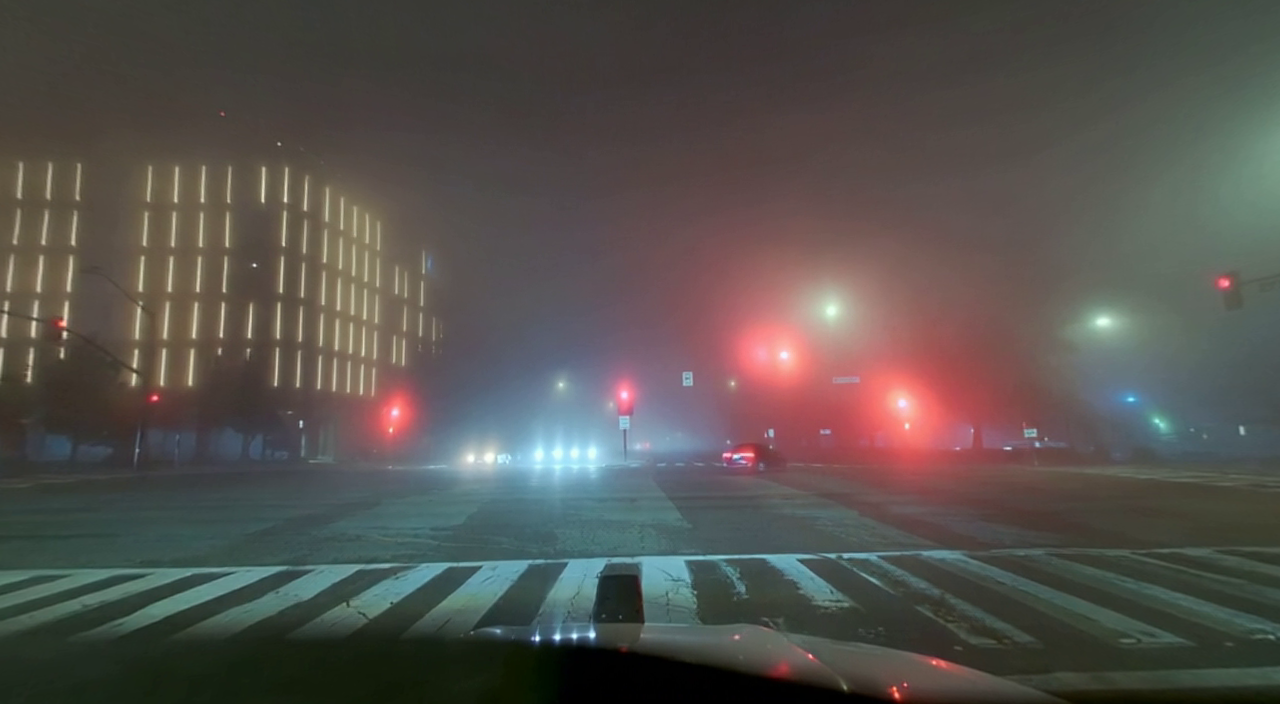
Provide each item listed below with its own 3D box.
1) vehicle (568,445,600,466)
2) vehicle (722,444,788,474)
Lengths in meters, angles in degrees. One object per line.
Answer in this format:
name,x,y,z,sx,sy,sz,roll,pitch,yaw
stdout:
vehicle,-4.333,8.131,49.753,2.130,1.613,4.121,0,-8,0
vehicle,6.184,5.626,33.629,2.043,1.454,4.424,-5,-10,30
